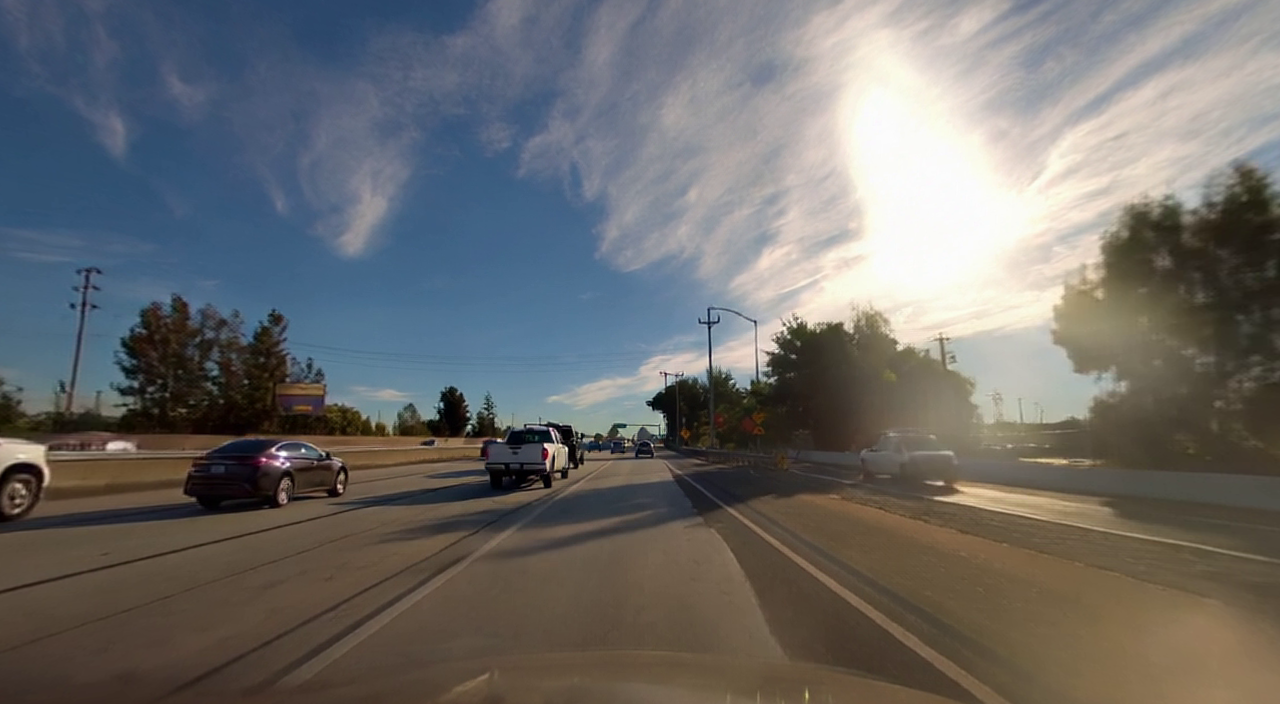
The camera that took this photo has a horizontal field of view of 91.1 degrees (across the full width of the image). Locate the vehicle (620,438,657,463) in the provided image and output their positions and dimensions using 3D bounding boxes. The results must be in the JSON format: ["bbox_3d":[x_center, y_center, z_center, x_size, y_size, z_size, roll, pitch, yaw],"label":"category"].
[{"bbox_3d":[-0.011,5.986,38.213,2.013,1.444,4.447,-1,-8,3],"label":"vehicle"}]

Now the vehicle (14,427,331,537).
[{"bbox_3d":[-7.490,2.094,10.827,1.964,1.481,4.425,0,-8,2],"label":"vehicle"}]

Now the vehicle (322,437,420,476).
[{"bbox_3d":[-10.966,4.284,26.022,1.884,1.453,4.579,0,-8,2],"label":"vehicle"}]

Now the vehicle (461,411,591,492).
[{"bbox_3d":[-3.230,3.079,19.723,2.815,2.092,6.526,0,-8,0],"label":"vehicle"}]

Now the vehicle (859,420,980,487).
[{"bbox_3d":[11.091,4.071,25.545,2.244,2.374,5.762,0,-8,0],"label":"vehicle"}]
